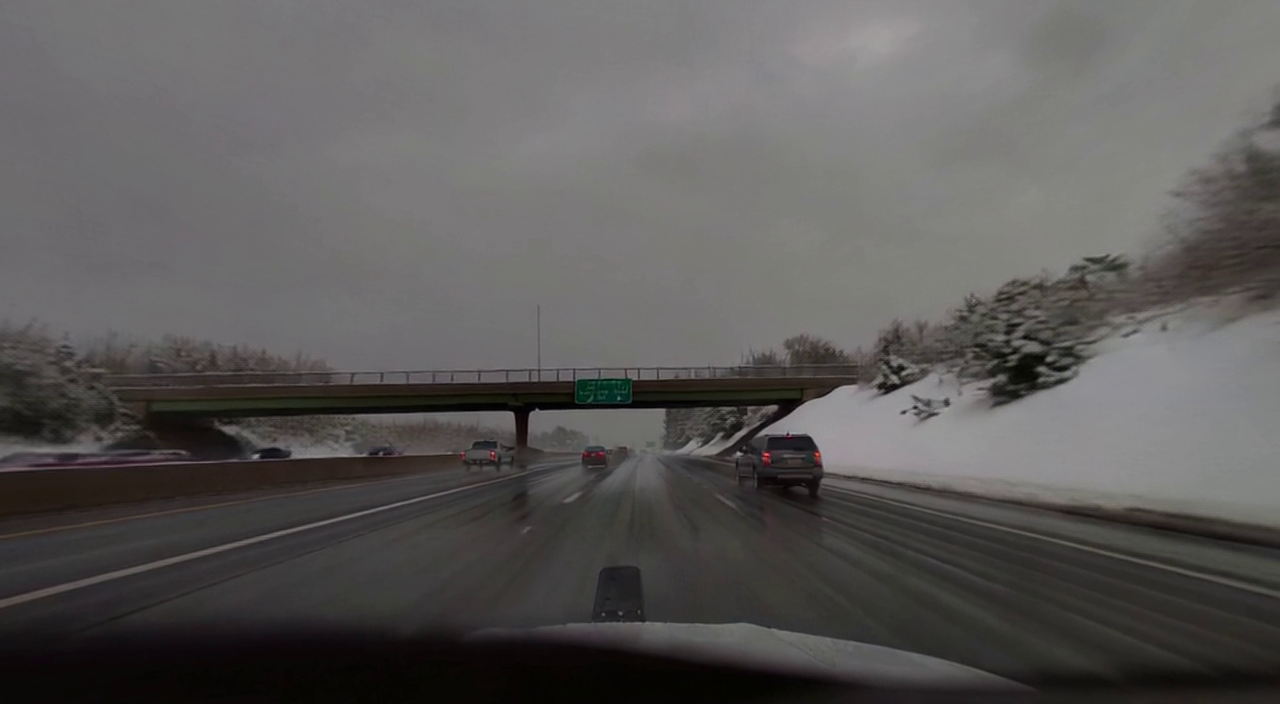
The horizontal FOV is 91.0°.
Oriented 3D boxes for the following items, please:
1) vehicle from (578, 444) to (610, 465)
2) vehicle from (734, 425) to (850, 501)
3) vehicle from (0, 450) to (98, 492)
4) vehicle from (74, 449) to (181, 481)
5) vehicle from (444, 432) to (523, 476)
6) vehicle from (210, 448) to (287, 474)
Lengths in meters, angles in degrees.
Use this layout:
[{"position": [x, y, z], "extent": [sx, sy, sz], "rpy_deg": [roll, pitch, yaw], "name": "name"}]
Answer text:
[{"position": [-3.600, 8.071, 49.751], "extent": [2.067, 1.528, 4.551], "rpy_deg": [0, -9, 1], "name": "vehicle"}, {"position": [3.867, 2.906, 16.831], "extent": [1.990, 1.735, 4.276], "rpy_deg": [0, -9, 0], "name": "vehicle"}, {"position": [-25.511, 4.878, 26.135], "extent": [1.914, 1.556, 4.594], "rpy_deg": [0, -9, 0], "name": "vehicle"}, {"position": [-29.425, 6.460, 36.416], "extent": [1.967, 1.693, 4.952], "rpy_deg": [0, -9, 0], "name": "vehicle"}, {"position": [-7.610, 5.039, 31.296], "extent": [2.341, 1.959, 5.684], "rpy_deg": [0, -9, 1], "name": "vehicle"}, {"position": [-25.291, 7.021, 40.917], "extent": [1.903, 1.589, 4.710], "rpy_deg": [0, -9, 1], "name": "vehicle"}]
